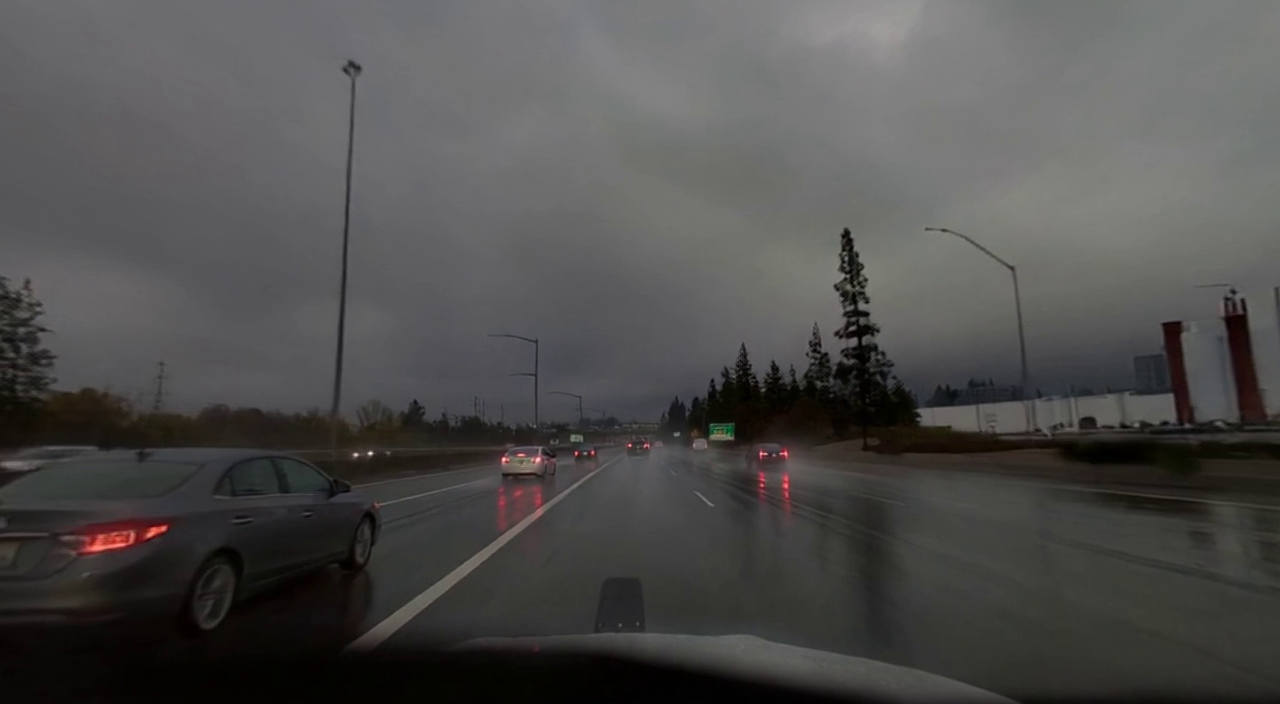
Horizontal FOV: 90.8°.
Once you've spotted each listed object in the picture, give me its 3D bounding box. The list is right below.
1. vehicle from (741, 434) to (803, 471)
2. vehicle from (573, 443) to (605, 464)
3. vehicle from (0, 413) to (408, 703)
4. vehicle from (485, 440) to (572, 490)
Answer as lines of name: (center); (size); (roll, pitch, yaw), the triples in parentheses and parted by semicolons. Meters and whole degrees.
vehicle: (6.820, 5.260, 33.202); (2.147, 1.769, 4.666); (0, -9, -1)
vehicle: (-3.823, 7.692, 48.045); (2.078, 1.464, 4.093); (0, -9, 0)
vehicle: (-3.484, 1.276, 4.534); (1.959, 1.433, 4.291); (0, -9, 1)
vehicle: (-3.633, 3.775, 21.438); (2.047, 1.469, 4.614); (0, -9, 1)
